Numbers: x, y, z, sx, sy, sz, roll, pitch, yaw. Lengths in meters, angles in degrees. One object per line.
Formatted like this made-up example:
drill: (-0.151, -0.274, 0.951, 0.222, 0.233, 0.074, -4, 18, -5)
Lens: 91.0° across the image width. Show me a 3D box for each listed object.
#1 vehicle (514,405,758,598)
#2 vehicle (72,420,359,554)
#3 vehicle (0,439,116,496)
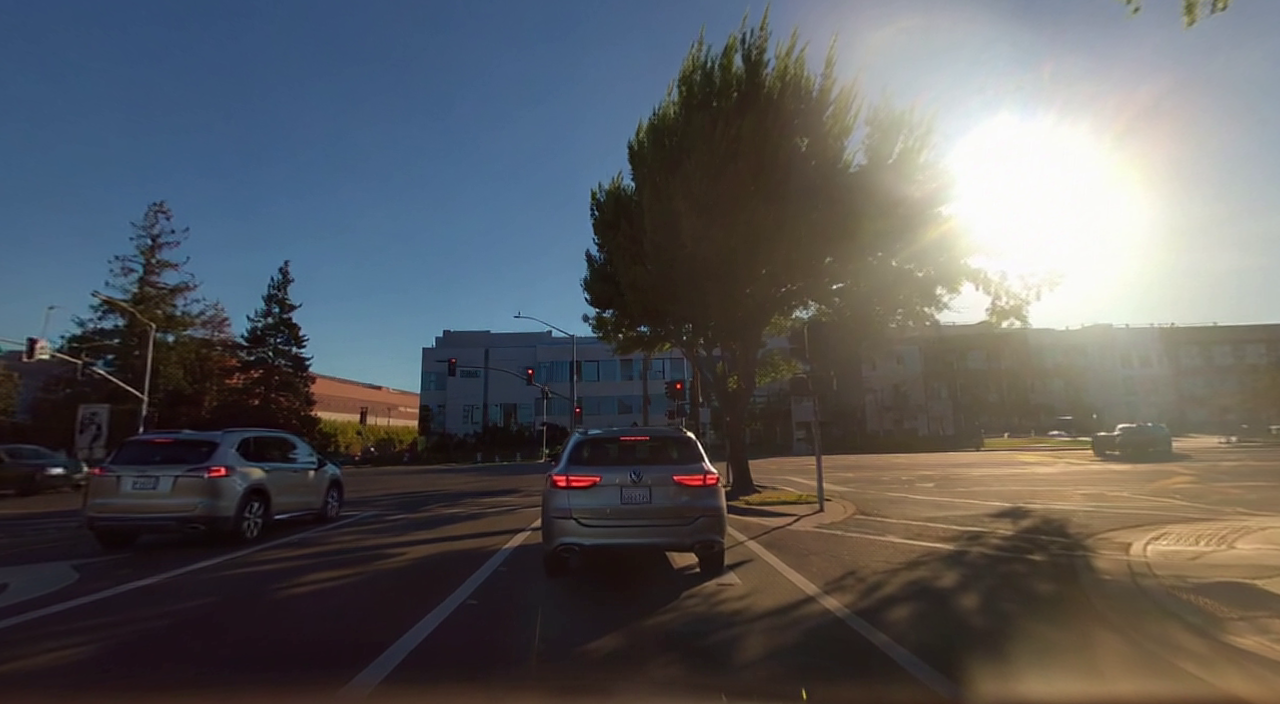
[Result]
vehicle: (-0.184, 1.628, 7.699, 2.154, 1.670, 4.140, 1, -9, -5)
vehicle: (-6.428, 2.058, 10.295, 2.020, 1.695, 4.187, 1, -9, -5)
vehicle: (-21.877, 3.975, 21.941, 5.623, 1.843, 2.147, -1, -9, 8)
